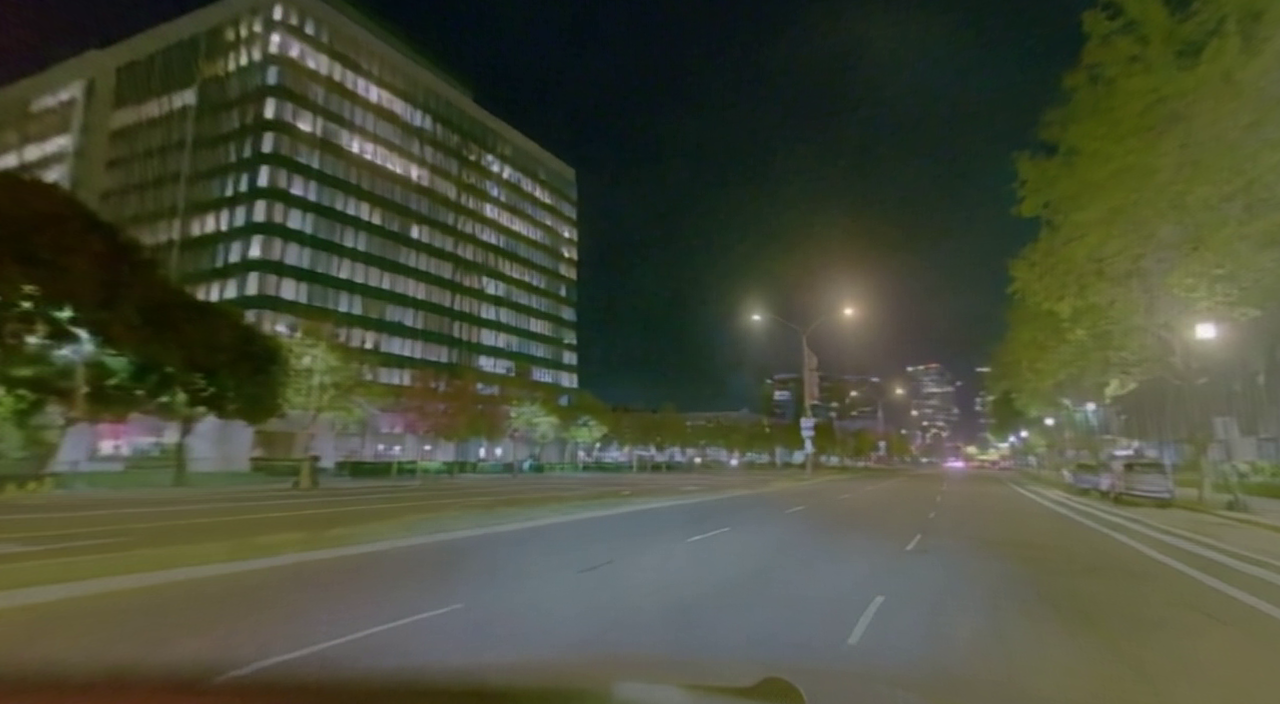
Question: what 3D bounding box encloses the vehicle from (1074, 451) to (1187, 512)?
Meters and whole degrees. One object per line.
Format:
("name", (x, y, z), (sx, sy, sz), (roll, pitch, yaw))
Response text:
("vehicle", (17.502, 4.562, 22.830), (2.152, 1.869, 4.476), (-4, -9, 24))
